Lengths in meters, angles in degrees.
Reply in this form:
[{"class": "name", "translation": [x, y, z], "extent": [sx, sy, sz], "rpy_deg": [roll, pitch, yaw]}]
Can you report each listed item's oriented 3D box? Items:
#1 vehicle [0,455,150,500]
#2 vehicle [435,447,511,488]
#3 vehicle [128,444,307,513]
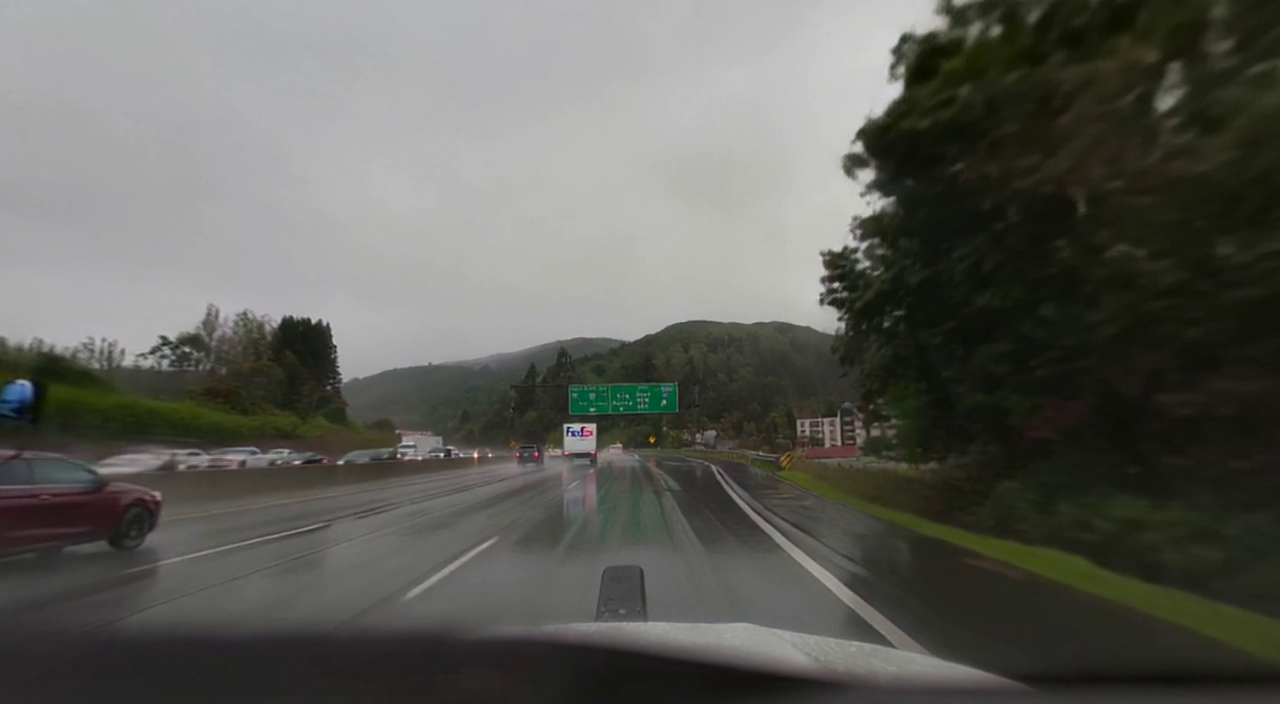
[{"class": "vehicle", "translation": [-21.443, 4.710, 24.141], "extent": [1.845, 1.464, 4.386], "rpy_deg": [0, -8, 0]}, {"class": "vehicle", "translation": [-7.789, 5.423, 29.929], "extent": [2.294, 1.710, 4.436], "rpy_deg": [1, -8, 1]}, {"class": "vehicle", "translation": [-11.645, 3.449, 17.857], "extent": [1.931, 1.692, 4.443], "rpy_deg": [0, -8, 1]}]
